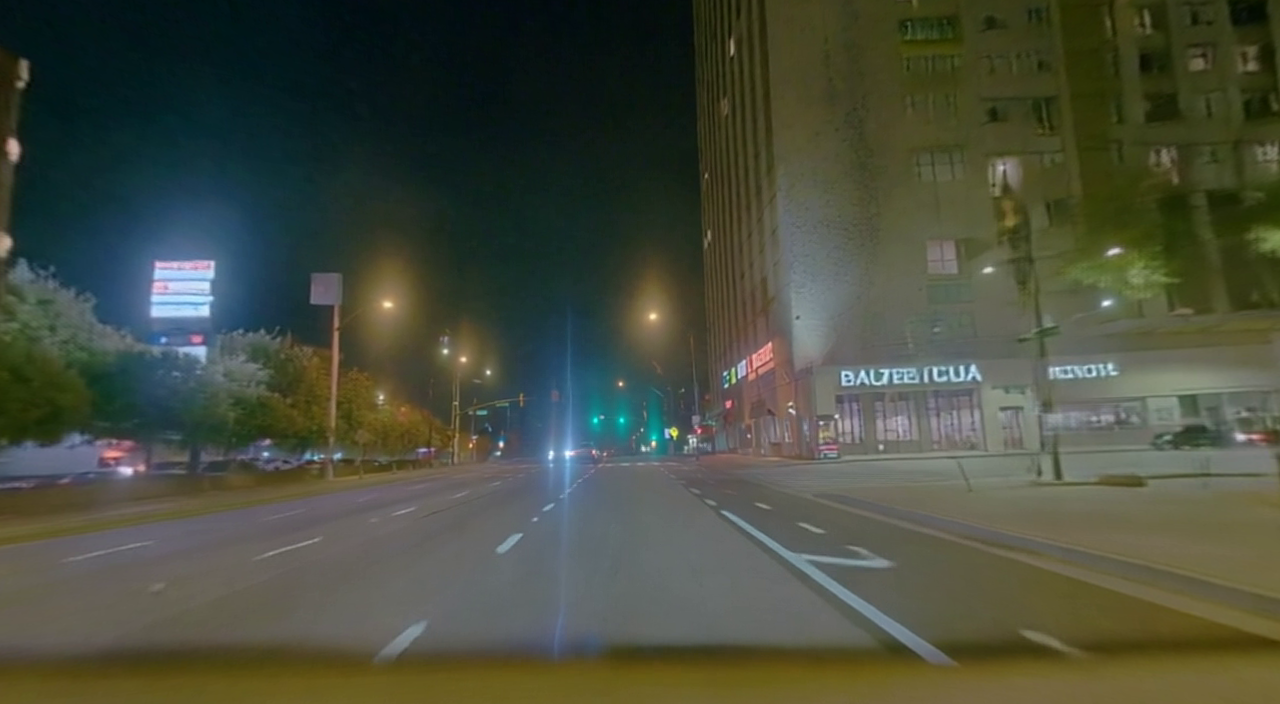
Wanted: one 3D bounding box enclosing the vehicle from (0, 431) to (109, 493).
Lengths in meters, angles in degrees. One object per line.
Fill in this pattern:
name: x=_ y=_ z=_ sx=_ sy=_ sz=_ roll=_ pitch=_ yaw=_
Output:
vehicle: x=-40.447 y=6.950 z=40.072 sx=9.636 sy=3.788 sz=2.949 roll=2 pitch=-9 yaw=-10
